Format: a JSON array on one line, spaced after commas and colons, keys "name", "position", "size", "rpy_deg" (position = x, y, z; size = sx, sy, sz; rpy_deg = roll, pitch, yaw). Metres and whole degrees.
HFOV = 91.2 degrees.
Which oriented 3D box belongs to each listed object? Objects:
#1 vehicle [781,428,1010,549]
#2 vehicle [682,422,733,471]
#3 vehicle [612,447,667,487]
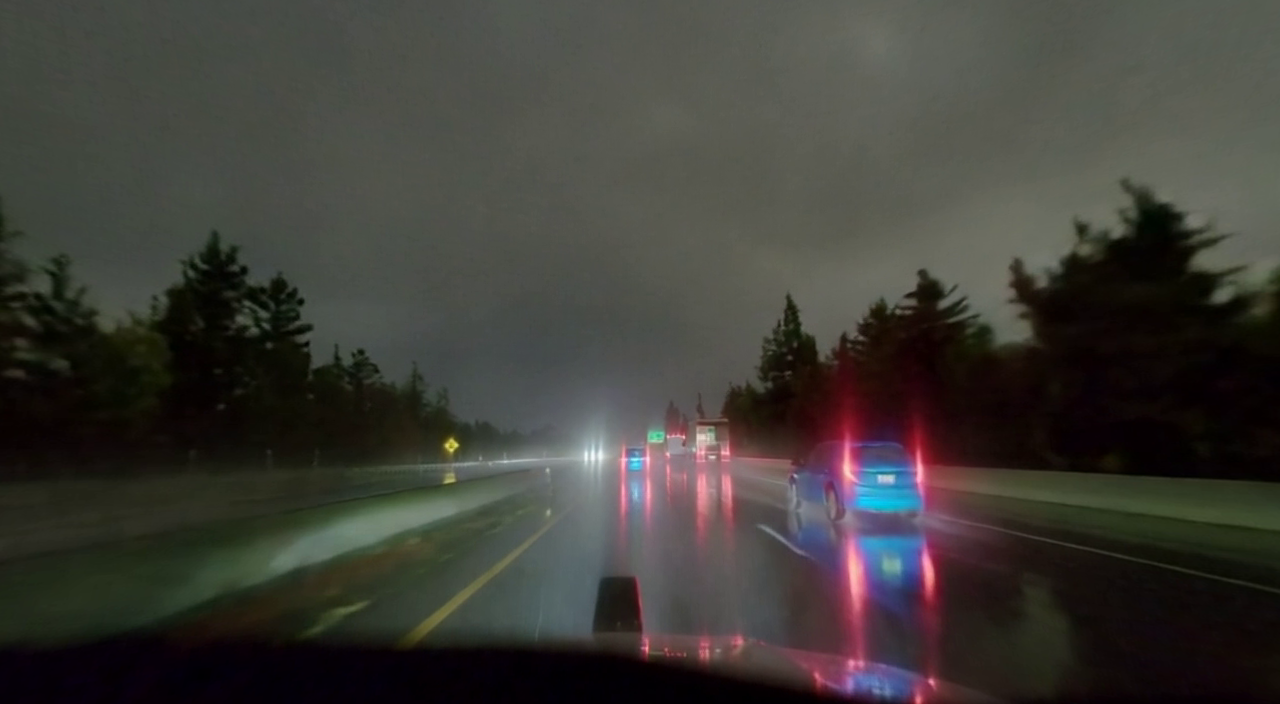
[{"name": "vehicle", "position": [3.781, 2.089, 10.231], "size": [1.953, 1.540, 4.101], "rpy_deg": [-1, -9, -1]}, {"name": "vehicle", "position": [4.682, 6.795, 45.047], "size": [2.791, 3.201, 7.145], "rpy_deg": [-1, -9, -1]}, {"name": "vehicle", "position": [-0.026, 4.655, 25.667], "size": [2.066, 1.490, 3.759], "rpy_deg": [-1, -9, 0]}]
